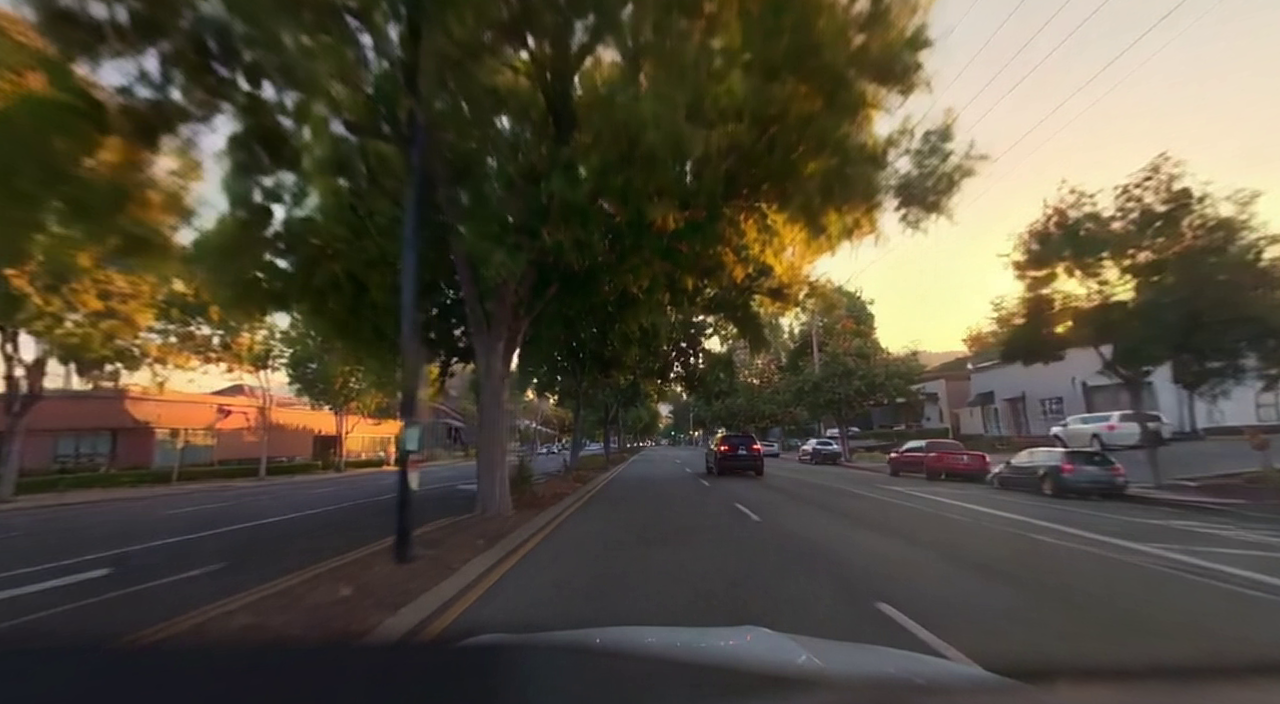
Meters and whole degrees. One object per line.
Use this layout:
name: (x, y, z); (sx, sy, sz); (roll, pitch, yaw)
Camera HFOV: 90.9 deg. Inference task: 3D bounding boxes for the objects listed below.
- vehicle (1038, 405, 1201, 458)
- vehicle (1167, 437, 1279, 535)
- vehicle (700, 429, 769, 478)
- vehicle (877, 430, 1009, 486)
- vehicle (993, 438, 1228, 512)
vehicle: (19.650, 3.370, 26.337); (2.175, 1.965, 5.909); (0, -8, 0)
vehicle: (10.532, 1.962, 9.162); (1.853, 1.458, 4.480); (0, -8, 0)
vehicle: (3.870, 4.250, 26.621); (2.183, 1.845, 4.482); (0, -8, -1)
vehicle: (10.688, 3.784, 22.792); (2.247, 1.799, 5.025); (0, -8, -1)
vehicle: (10.742, 2.808, 14.983); (1.893, 1.467, 4.760); (0, -8, 0)
